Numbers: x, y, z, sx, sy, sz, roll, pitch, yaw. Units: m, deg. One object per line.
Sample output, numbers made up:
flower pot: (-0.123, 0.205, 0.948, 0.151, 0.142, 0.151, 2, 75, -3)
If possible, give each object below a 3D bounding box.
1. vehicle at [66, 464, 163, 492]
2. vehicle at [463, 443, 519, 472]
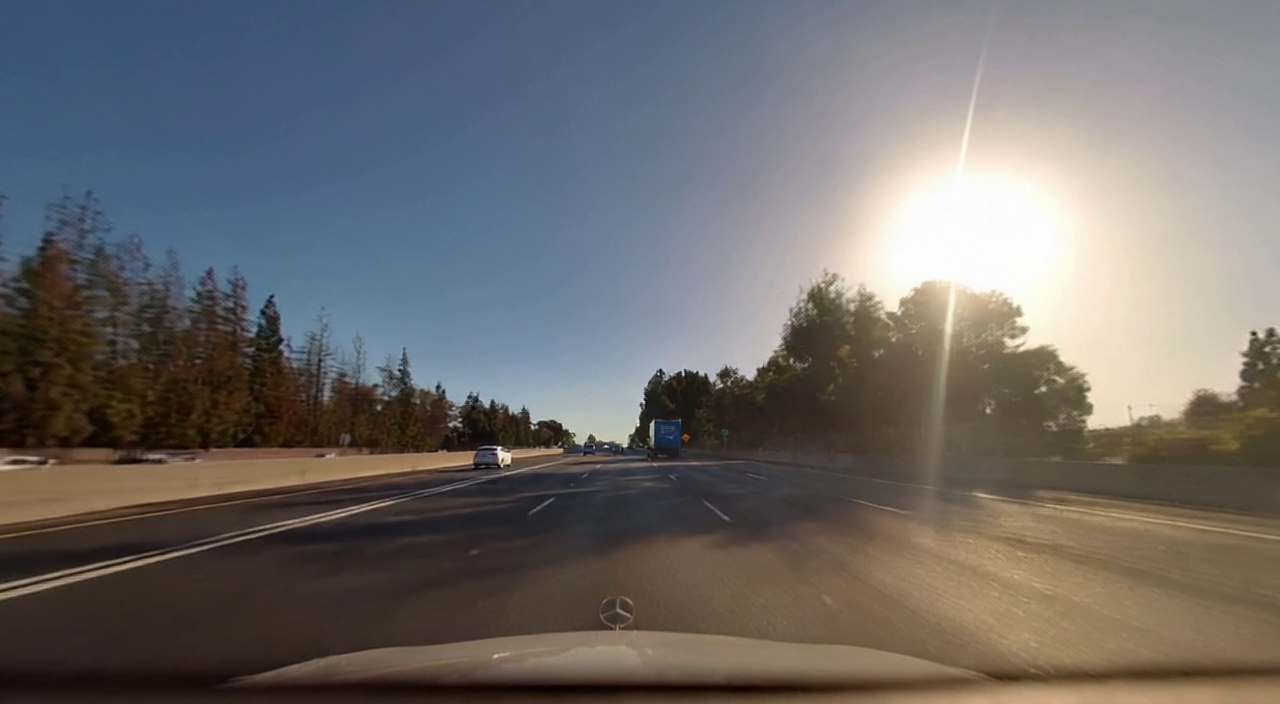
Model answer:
vehicle: (-30.527, 7.303, 36.899, 1.823, 1.446, 4.444, 0, -9, 0)
vehicle: (-8.206, 5.816, 35.144, 2.033, 1.494, 4.508, 0, -9, 0)
